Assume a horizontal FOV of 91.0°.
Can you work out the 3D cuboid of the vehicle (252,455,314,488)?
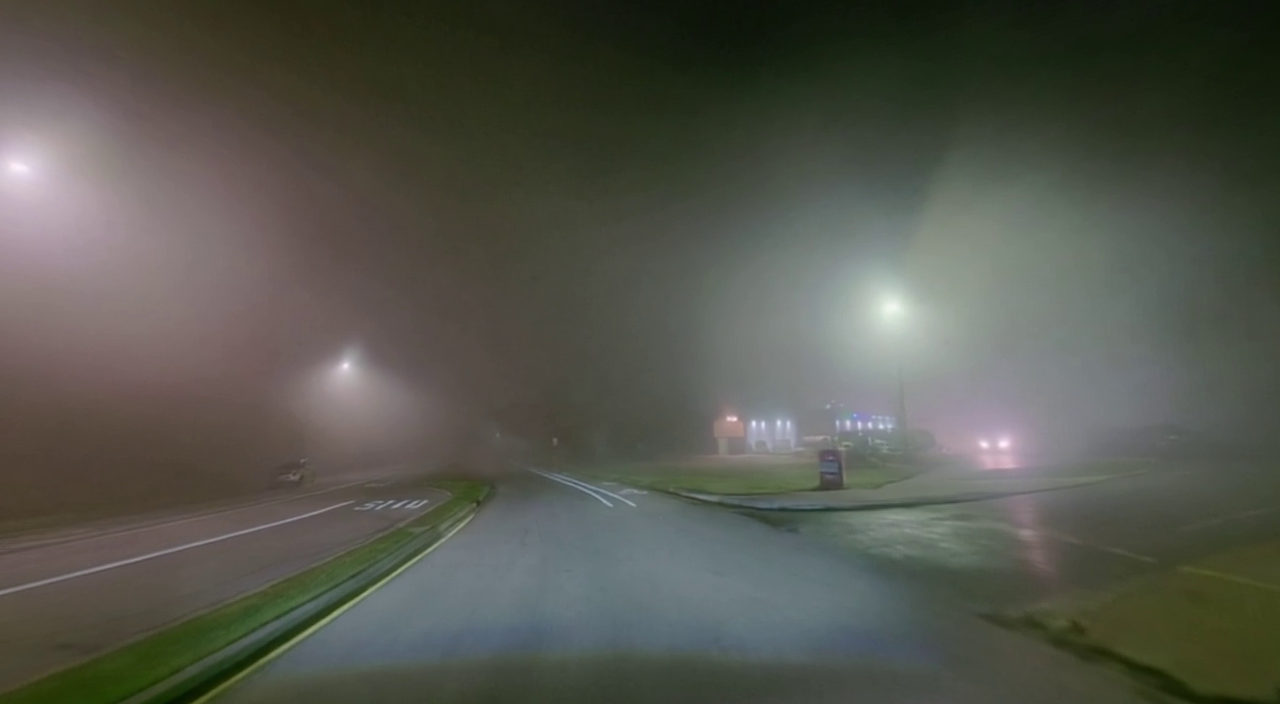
[{"bbox_3d":[-19.998,6.751,35.463,1.952,1.632,4.200,1,-11,-14],"label":"vehicle"}]
